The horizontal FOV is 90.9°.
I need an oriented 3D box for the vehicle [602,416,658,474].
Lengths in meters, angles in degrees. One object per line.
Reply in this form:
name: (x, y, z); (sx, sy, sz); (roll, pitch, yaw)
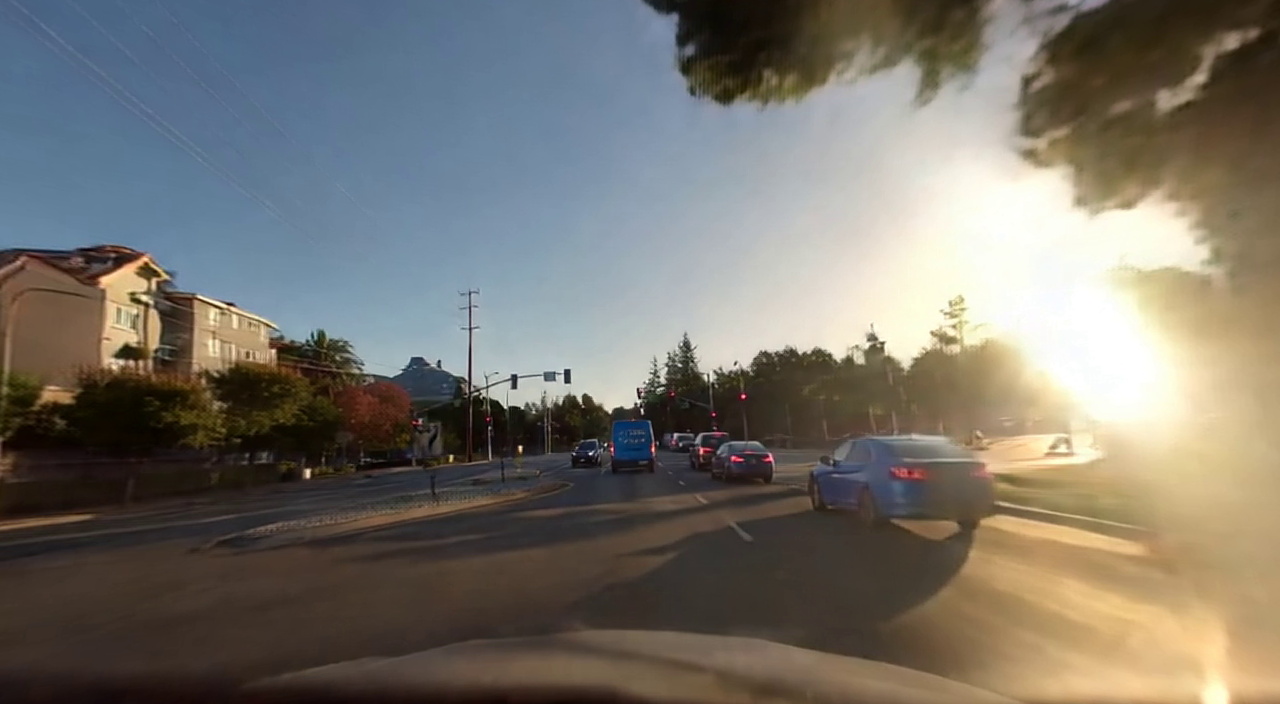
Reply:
vehicle: (-0.393, 4.415, 29.876); (2.422, 2.488, 4.992); (0, -9, 1)

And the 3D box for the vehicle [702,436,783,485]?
vehicle: (3.374, 3.659, 21.607); (1.951, 1.483, 4.582); (0, -9, -1)

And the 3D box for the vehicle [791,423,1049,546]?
vehicle: (4.079, 2.023, 10.361); (1.967, 1.506, 4.968); (0, -9, 0)

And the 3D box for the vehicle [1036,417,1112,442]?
vehicle: (30.957, 5.555, 45.008); (4.153, 1.764, 1.858); (1, -9, -9)

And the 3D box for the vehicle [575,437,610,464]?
vehicle: (-3.232, 6.789, 43.595); (2.203, 1.786, 4.249); (0, -9, -1)
